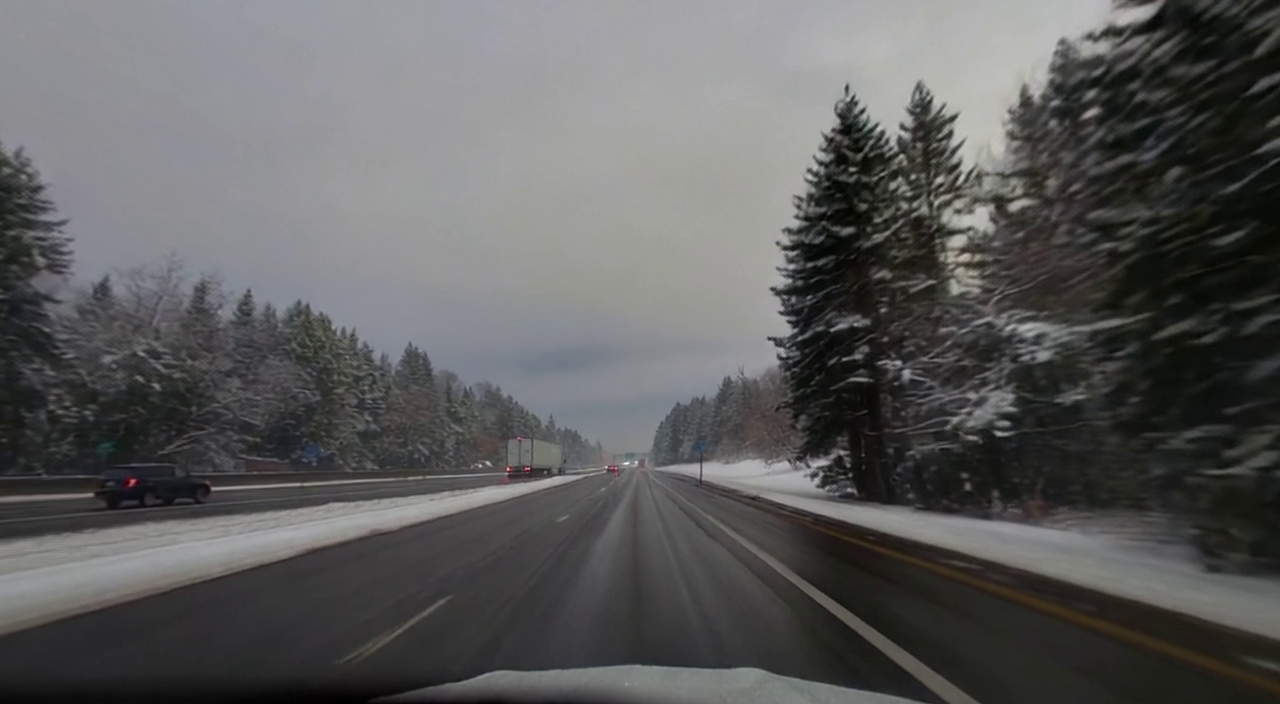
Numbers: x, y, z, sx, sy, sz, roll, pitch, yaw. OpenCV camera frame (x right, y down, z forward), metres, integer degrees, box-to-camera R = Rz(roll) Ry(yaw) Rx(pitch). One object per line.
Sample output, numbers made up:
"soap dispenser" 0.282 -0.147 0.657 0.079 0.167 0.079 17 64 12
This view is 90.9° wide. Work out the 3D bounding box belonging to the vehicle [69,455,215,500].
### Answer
"vehicle" -18.050 4.571 23.145 1.745 1.430 4.252 0 -10 2
